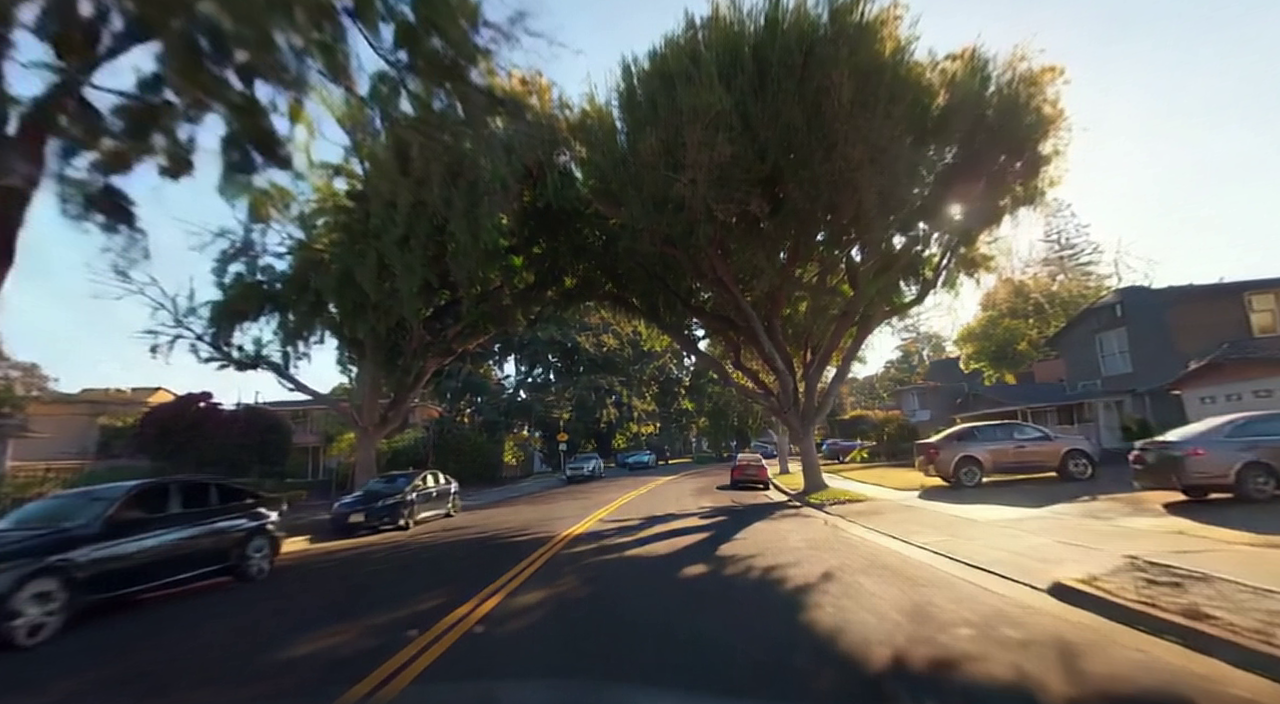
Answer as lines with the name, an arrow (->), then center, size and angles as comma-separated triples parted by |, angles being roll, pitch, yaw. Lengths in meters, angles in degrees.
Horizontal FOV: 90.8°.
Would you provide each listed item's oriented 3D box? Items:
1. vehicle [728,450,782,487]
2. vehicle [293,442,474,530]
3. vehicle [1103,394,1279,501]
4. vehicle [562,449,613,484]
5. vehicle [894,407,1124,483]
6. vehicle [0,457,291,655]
vehicle -> 4.962, 5.054, 27.752 | 1.972, 1.460, 4.137 | -1, -9, 5
vehicle -> -5.368, 3.103, 13.999 | 1.972, 1.536, 4.347 | -3, -16, 3
vehicle -> 10.553, 1.489, 10.072 | 4.744, 1.507, 1.953 | -1, -8, 0
vehicle -> -2.887, 6.489, 35.434 | 2.005, 1.557, 4.172 | -4, -15, 7
vehicle -> 10.066, 2.614, 17.668 | 5.009, 1.906, 2.046 | -2, -9, 8
vehicle -> -5.866, 2.030, 6.598 | 1.886, 1.494, 4.149 | -2, -14, 2
